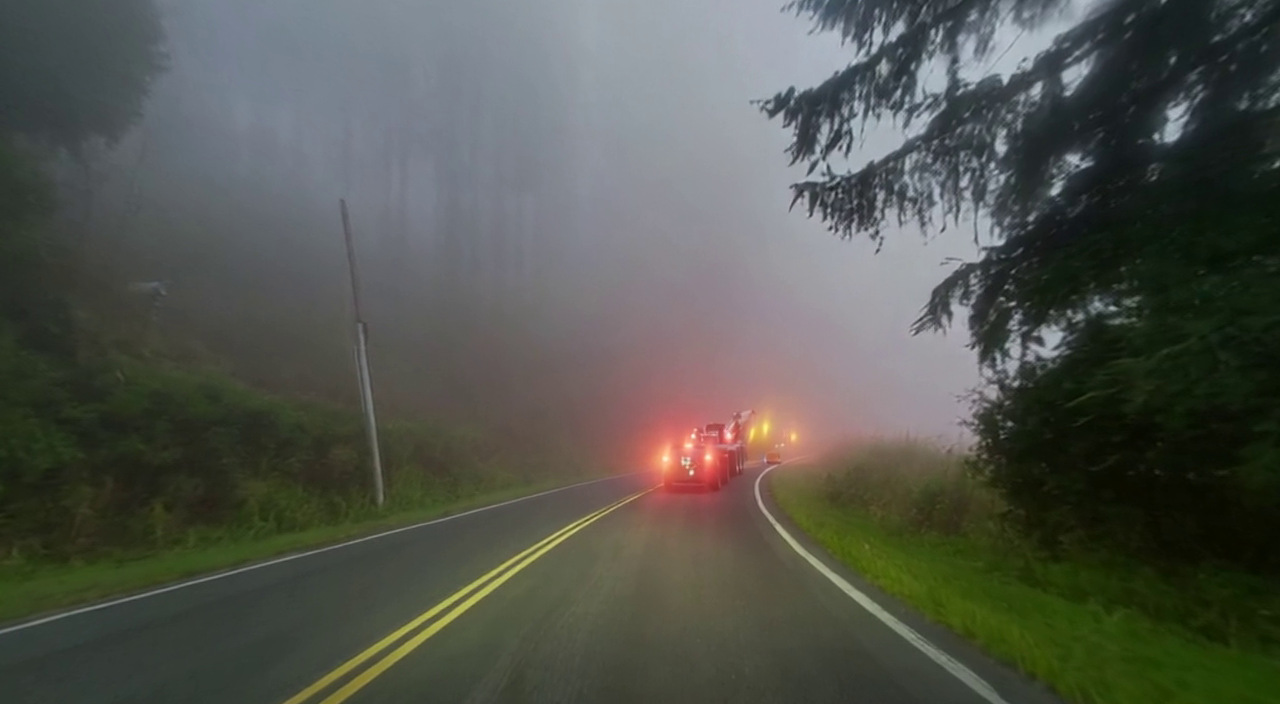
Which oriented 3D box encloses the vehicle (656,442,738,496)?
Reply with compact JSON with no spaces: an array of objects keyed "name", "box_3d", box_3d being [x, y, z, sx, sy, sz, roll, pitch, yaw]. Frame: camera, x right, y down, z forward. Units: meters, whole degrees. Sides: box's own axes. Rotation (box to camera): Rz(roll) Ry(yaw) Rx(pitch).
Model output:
[{"name":"vehicle","box_3d":[1.875,3.537,19.432,2.196,1.465,4.294,-1,-9,9]}]
